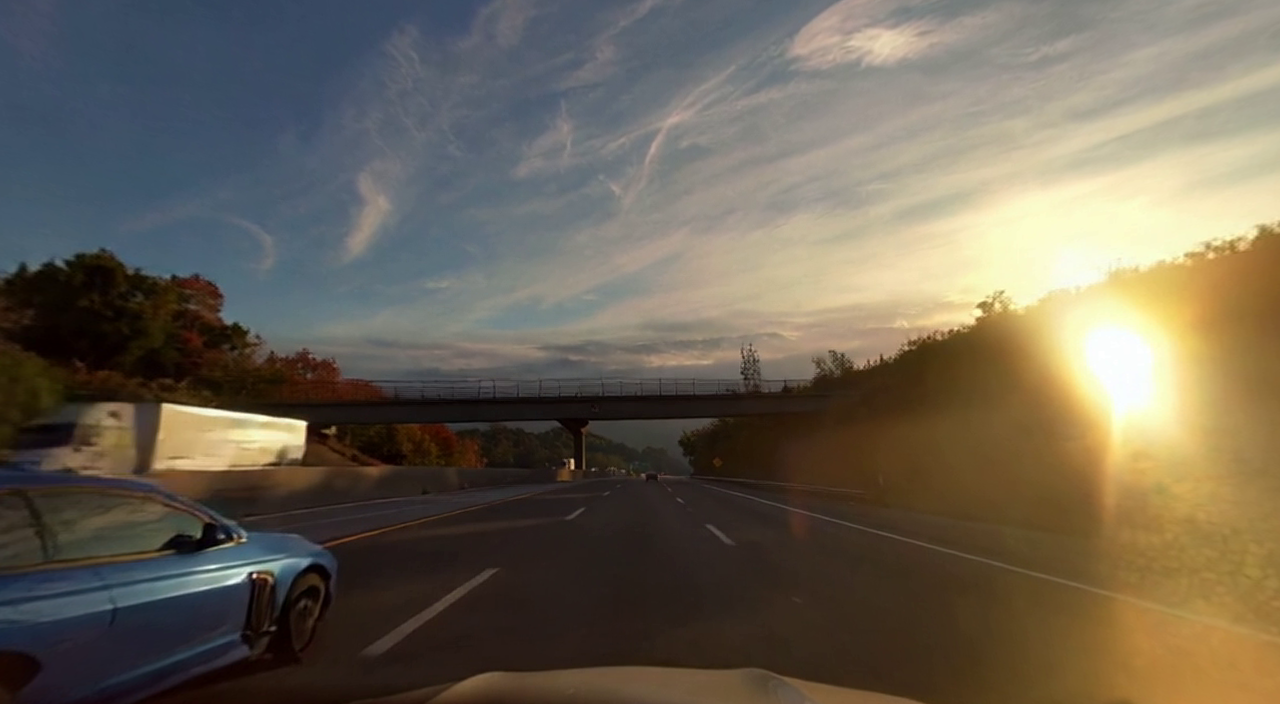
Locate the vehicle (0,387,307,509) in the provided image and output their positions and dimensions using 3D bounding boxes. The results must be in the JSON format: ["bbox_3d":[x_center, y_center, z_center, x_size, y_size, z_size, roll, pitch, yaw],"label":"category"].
[{"bbox_3d":[-19.702,4.397,27.548,2.814,4.002,13.544,1,-11,0],"label":"vehicle"}]
